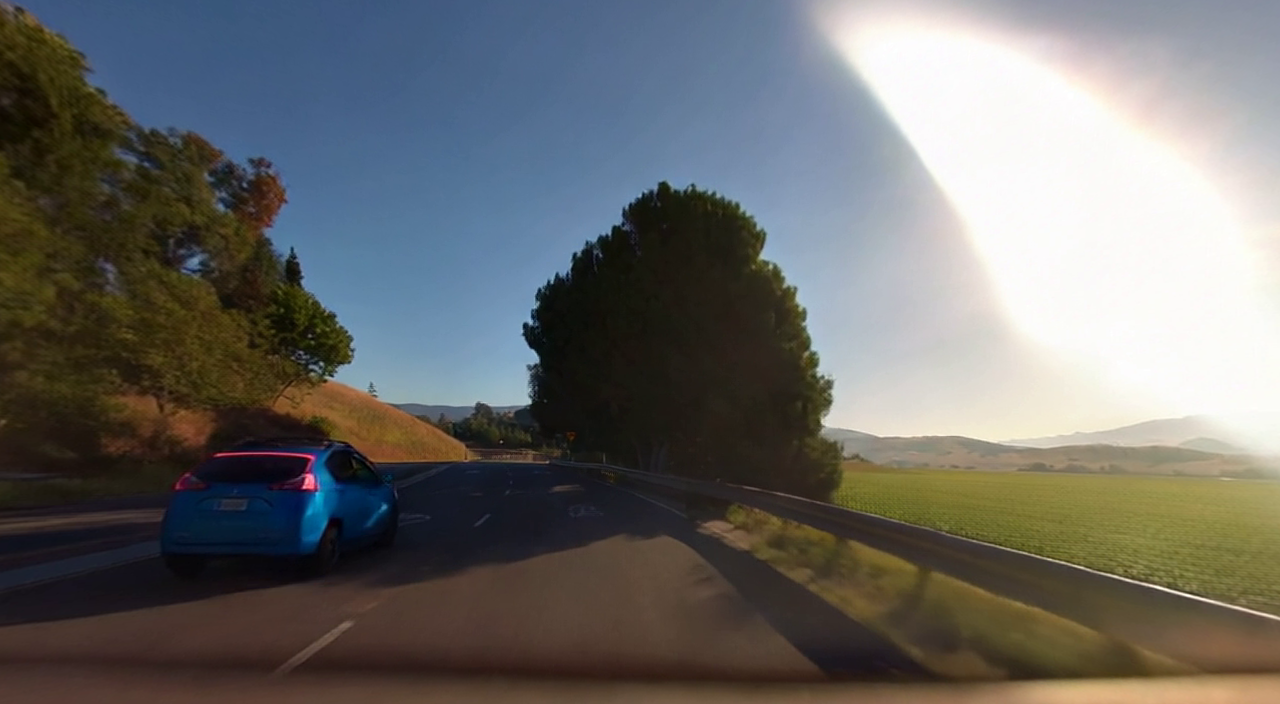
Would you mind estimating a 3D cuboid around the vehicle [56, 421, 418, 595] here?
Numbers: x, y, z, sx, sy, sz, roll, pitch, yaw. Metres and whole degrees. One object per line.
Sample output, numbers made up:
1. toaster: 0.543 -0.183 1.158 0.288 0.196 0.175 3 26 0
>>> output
1. vehicle: -4.494 1.781 7.983 2.078 1.607 3.959 0 -9 -3
